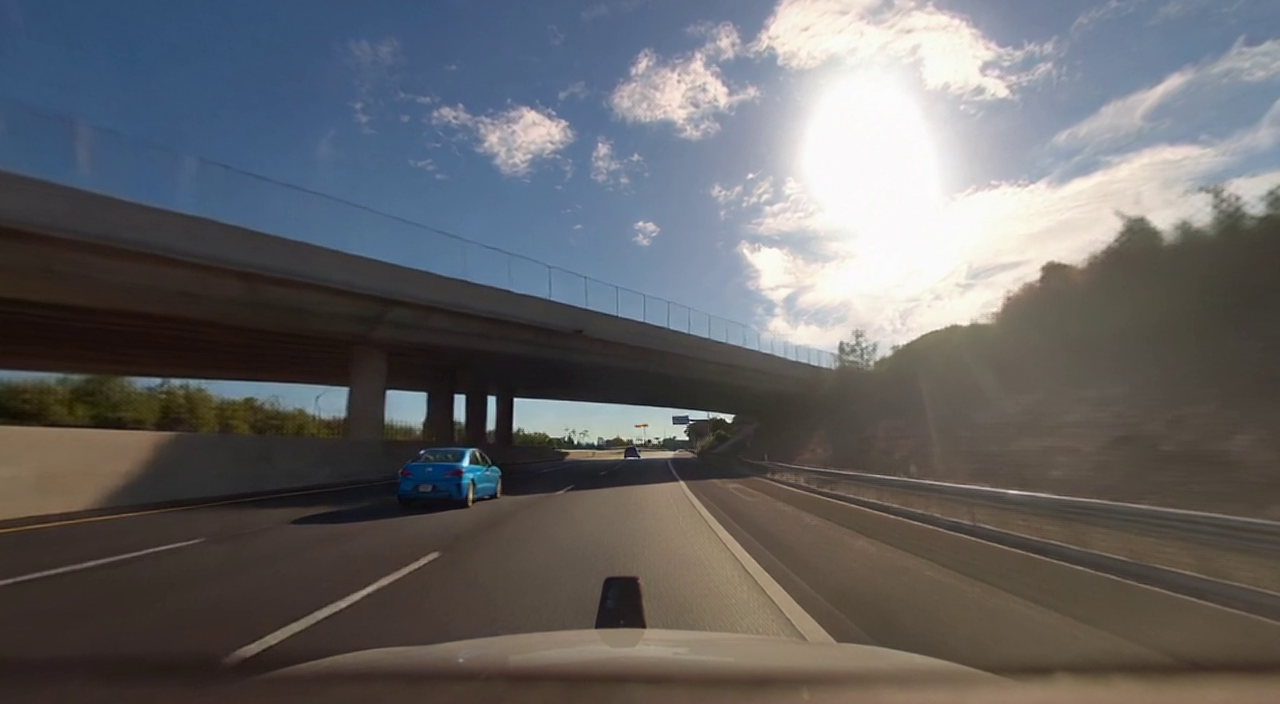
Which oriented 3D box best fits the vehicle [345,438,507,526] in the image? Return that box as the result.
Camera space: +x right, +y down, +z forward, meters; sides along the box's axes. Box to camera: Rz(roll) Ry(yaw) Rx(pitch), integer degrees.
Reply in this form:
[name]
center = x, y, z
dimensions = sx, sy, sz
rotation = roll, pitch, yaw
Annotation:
[vehicle]
center = -4.145, 2.560, 12.959
dimensions = 1.928, 1.504, 3.745
rotation = 0, -9, 1
